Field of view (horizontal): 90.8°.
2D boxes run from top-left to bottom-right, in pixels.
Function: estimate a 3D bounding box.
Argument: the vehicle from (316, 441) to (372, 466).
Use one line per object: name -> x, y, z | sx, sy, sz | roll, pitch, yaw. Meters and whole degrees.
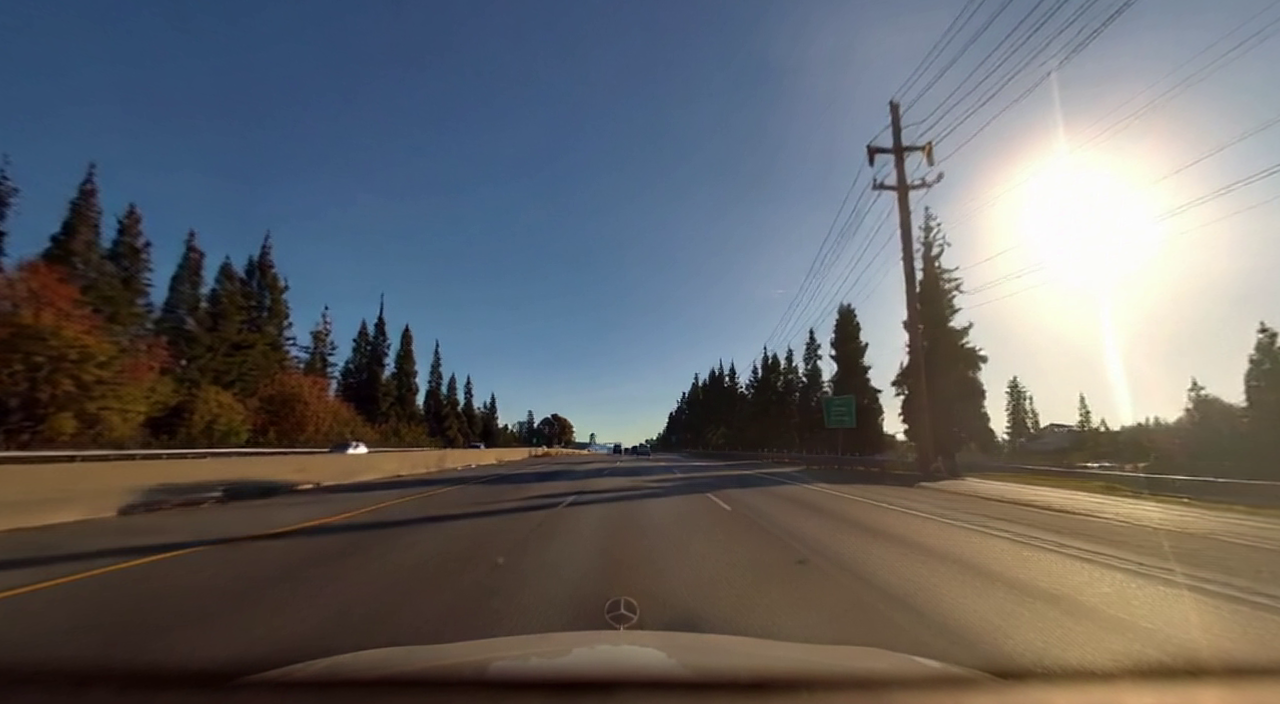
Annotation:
vehicle -> -21.780, 7.477, 46.717 | 1.889, 1.672, 4.483 | 0, -8, 1
